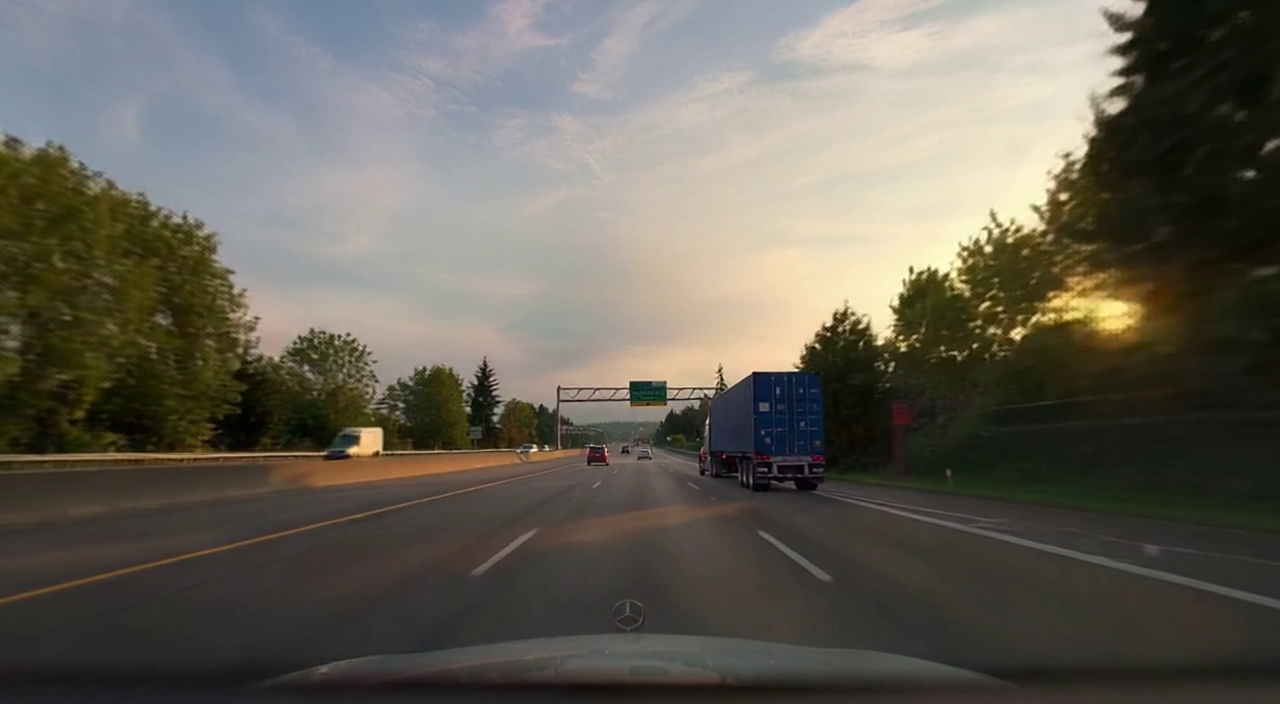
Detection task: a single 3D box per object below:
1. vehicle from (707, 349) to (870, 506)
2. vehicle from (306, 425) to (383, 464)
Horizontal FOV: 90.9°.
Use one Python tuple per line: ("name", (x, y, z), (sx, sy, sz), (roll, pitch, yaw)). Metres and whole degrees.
("vehicle", (4.487, 2.935, 22.757), (2.821, 4.046, 12.876), (0, -9, 0))
("vehicle", (-20.146, 6.417, 43.368), (2.281, 2.459, 6.049), (-1, -9, 1))
